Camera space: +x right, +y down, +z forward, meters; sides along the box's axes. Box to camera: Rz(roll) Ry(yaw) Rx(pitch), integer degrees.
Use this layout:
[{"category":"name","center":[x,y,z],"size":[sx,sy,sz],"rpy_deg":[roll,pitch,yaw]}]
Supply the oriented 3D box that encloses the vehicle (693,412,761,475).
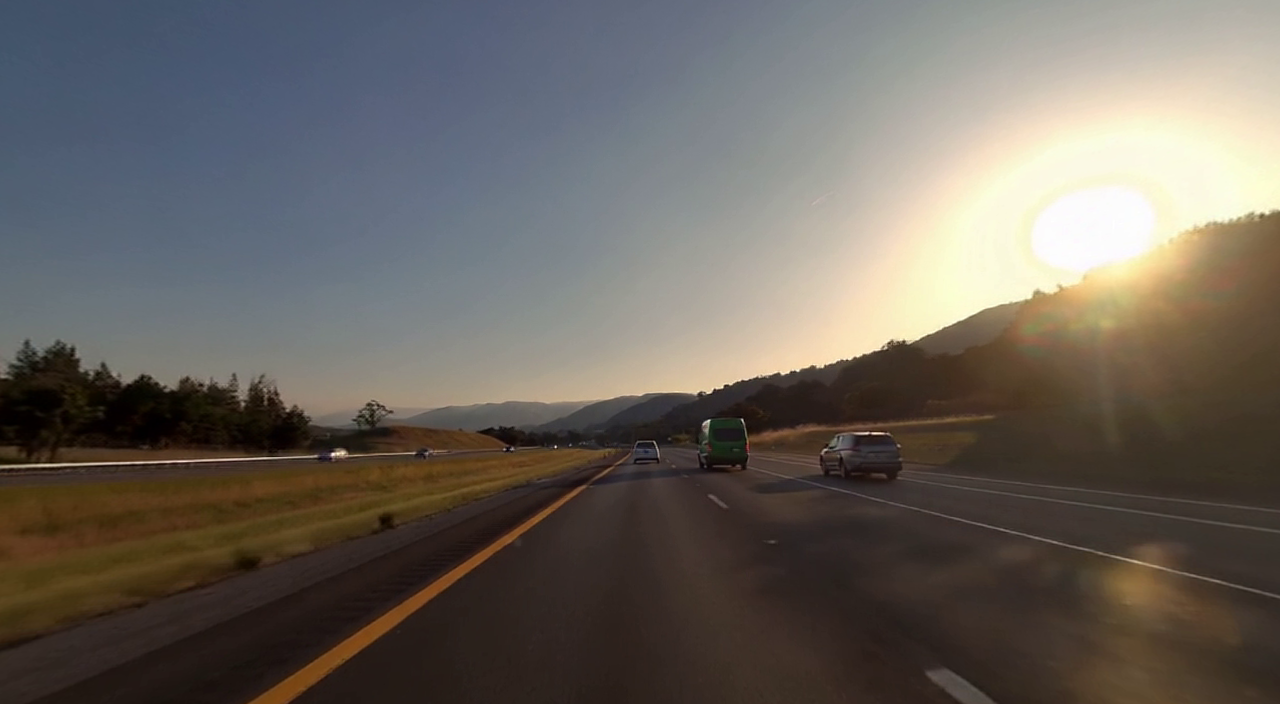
[{"category":"vehicle","center":[3.950,4.338,29.851],"size":[2.302,2.670,6.176],"rpy_deg":[0,-8,0]}]

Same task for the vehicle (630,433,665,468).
[{"category":"vehicle","center":[0.480,6.329,40.743],"size":[2.131,2.122,4.473],"rpy_deg":[0,-8,0]}]

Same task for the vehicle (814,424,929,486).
[{"category":"vehicle","center":[8.009,3.625,22.438],"size":[2.240,1.925,4.854],"rpy_deg":[0,-8,0]}]
